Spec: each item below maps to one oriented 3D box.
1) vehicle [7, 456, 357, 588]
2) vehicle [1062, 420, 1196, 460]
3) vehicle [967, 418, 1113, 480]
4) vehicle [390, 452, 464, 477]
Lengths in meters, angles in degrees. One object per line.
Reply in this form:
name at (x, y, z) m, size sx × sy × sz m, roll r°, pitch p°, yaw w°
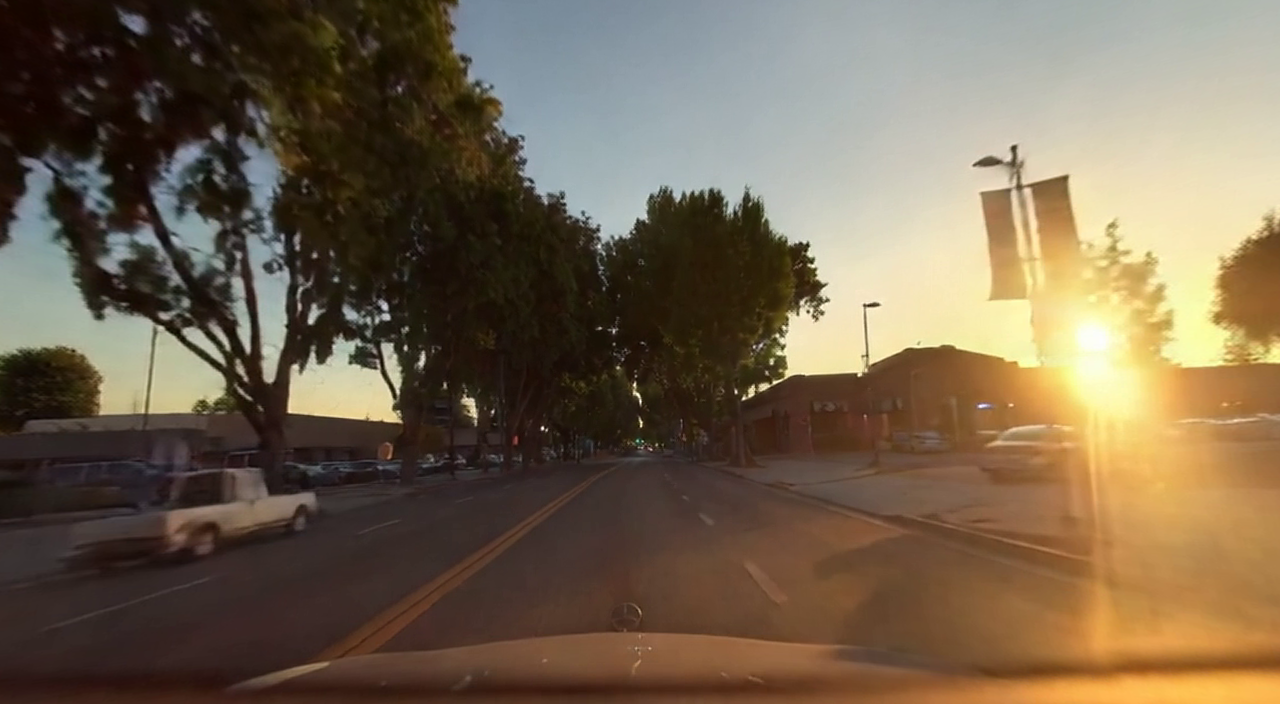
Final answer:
vehicle at (-6.504, 2.411, 9.882) m, size 1.962 × 1.478 × 4.639 m, roll 0°, pitch -9°, yaw 1°
vehicle at (21.935, 4.004, 28.450) m, size 4.442 × 1.451 × 1.945 m, roll -12°, pitch -12°, yaw 42°
vehicle at (11.213, 2.682, 17.581) m, size 4.587 × 1.504 × 1.928 m, roll 6°, pitch -11°, yaw -38°
vehicle at (-15.247, 8.057, 45.473) m, size 4.579 × 1.701 × 2.033 m, roll 0°, pitch -8°, yaw 1°
